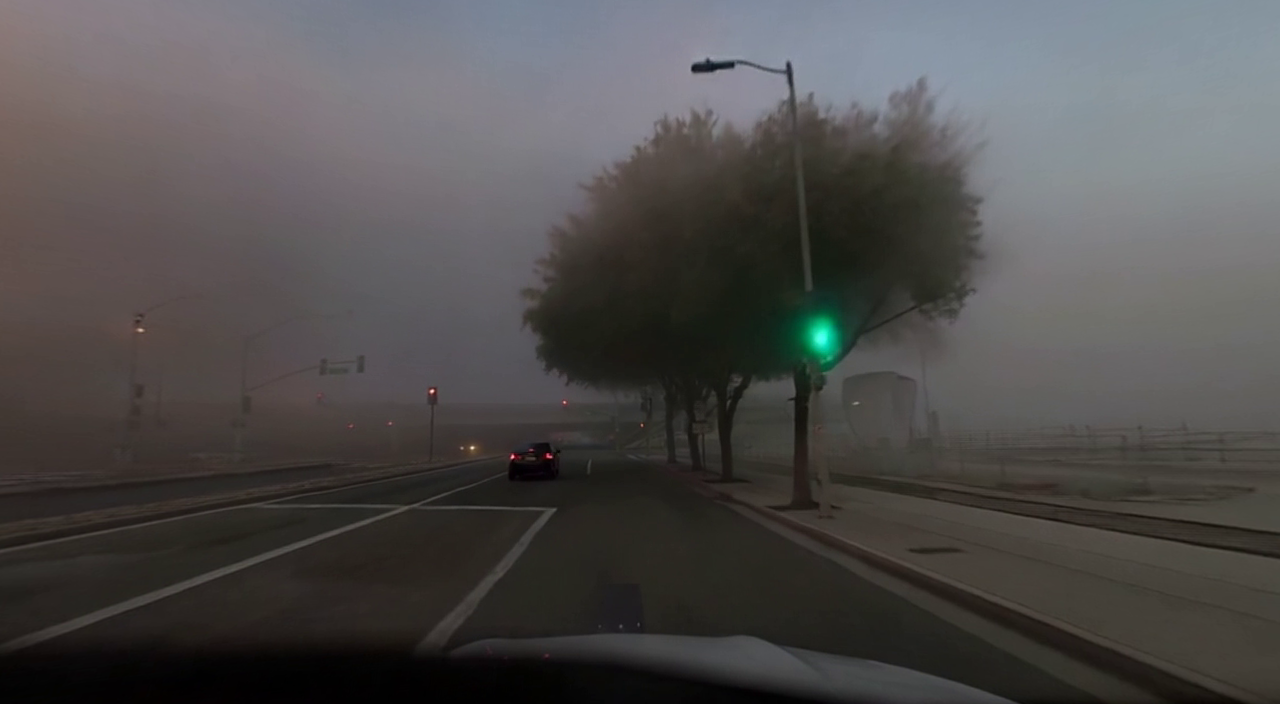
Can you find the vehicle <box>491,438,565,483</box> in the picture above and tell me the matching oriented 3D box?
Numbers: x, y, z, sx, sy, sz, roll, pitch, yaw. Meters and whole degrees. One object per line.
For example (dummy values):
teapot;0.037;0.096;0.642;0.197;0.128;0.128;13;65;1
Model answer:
vehicle;-4.018;3.965;23.429;2.154;1.465;4.532;0;-8;-3
